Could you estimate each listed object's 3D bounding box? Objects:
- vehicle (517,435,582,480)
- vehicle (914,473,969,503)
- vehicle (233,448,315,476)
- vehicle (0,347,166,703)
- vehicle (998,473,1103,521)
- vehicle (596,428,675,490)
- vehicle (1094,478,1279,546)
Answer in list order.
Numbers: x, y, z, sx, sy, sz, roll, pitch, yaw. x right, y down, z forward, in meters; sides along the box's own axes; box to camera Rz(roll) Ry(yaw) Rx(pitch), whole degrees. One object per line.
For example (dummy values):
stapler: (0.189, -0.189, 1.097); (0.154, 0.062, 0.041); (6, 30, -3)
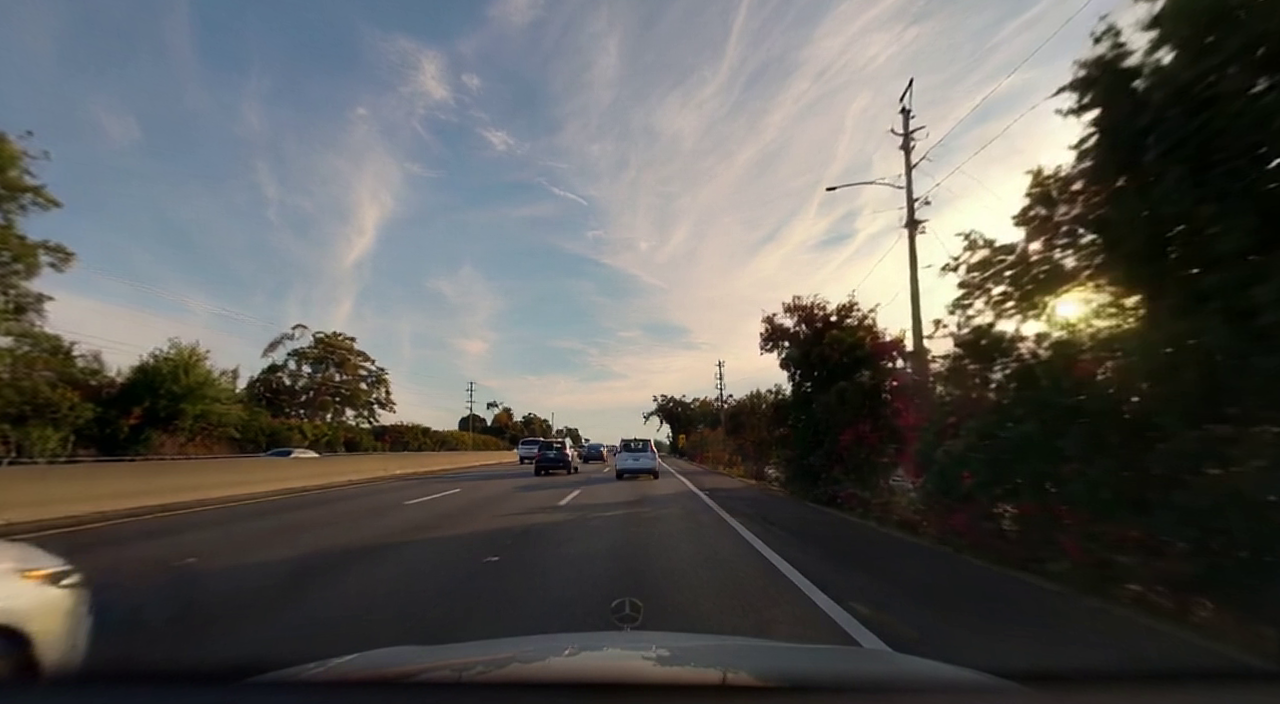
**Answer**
vehicle: (-3.793, 4.501, 27.271); (2.104, 1.754, 4.515); (0, -8, 1)
vehicle: (19.897, 8.976, 41.809); (1.832, 1.624, 4.158); (-1, -8, 4)
vehicle: (-20.755, 6.214, 36.041); (1.886, 1.465, 4.632); (0, -8, 1)
vehicle: (-3.414, 0.608, 0.855); (2.117, 1.665, 4.365); (0, -8, 0)
vehicle: (18.548, 6.535, 28.787); (1.965, 1.761, 4.363); (0, -8, 3)
vehicle: (-0.149, 3.487, 20.854); (2.319, 1.813, 4.274); (0, -8, 0)
vehicle: (17.841, 5.104, 20.608); (2.393, 1.795, 4.877); (-3, -11, 2)
